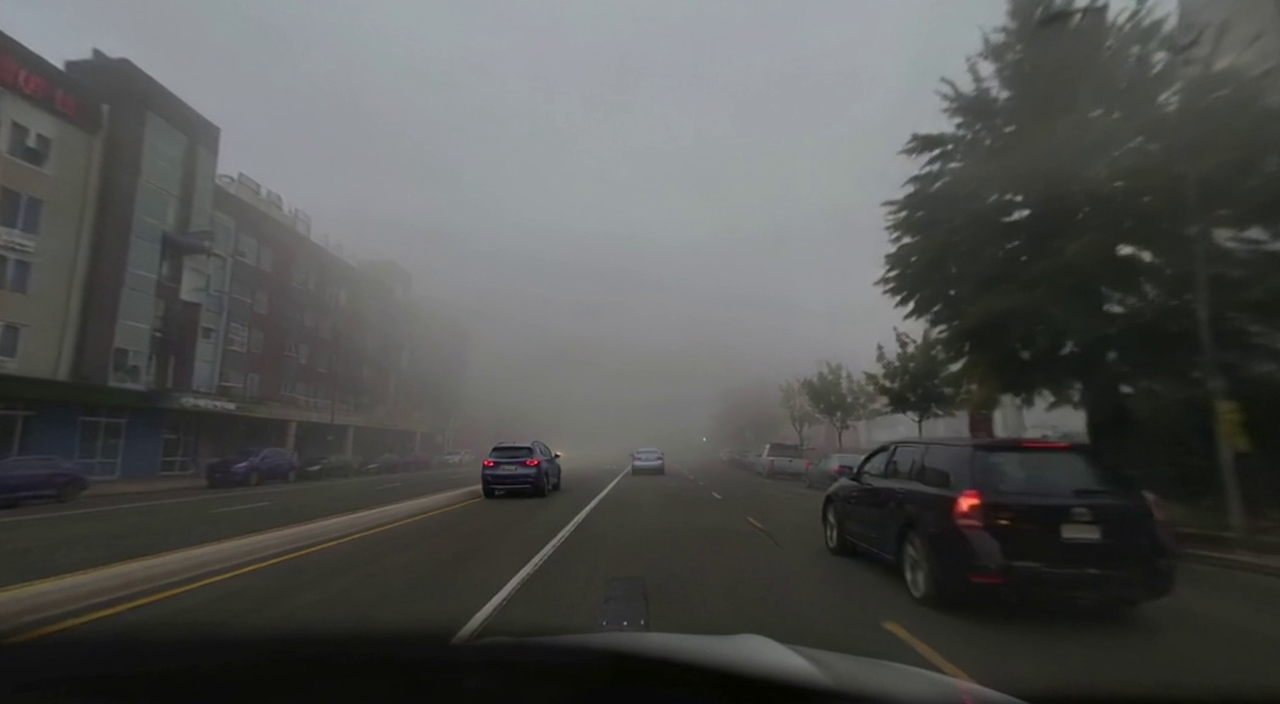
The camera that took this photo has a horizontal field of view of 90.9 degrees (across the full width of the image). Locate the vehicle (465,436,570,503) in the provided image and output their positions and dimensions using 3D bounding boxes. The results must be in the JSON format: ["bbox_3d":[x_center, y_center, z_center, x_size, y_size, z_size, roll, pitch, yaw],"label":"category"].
[{"bbox_3d":[-3.048,3.008,16.576,1.860,1.510,4.073,0,-9,1],"label":"vehicle"}]

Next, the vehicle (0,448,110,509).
[{"bbox_3d":[-17.127,3.390,16.899,1.915,1.497,4.445,-2,-8,1],"label":"vehicle"}]

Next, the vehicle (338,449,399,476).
[{"bbox_3d":[-16.719,6.819,39.041,1.854,1.466,4.377,-2,-8,0],"label":"vehicle"}]

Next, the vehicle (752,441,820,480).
[{"bbox_3d":[7.248,5.446,31.865,2.207,1.789,5.099,0,-9,0],"label":"vehicle"}]

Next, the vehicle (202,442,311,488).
[{"bbox_3d":[-16.795,4.922,27.916,2.089,1.756,4.486,-2,-8,-1],"label":"vehicle"}]

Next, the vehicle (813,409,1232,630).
[{"bbox_3d":[3.404,1.544,6.733,1.987,1.637,3.896,0,-9,0],"label":"vehicle"}]

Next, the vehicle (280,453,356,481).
[{"bbox_3d":[-16.747,5.993,33.038,1.668,1.298,4.337,0,-9,1],"label":"vehicle"}]

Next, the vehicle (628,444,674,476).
[{"bbox_3d":[0.535,5.348,31.547,2.103,1.468,4.094,0,-9,1],"label":"vehicle"}]
